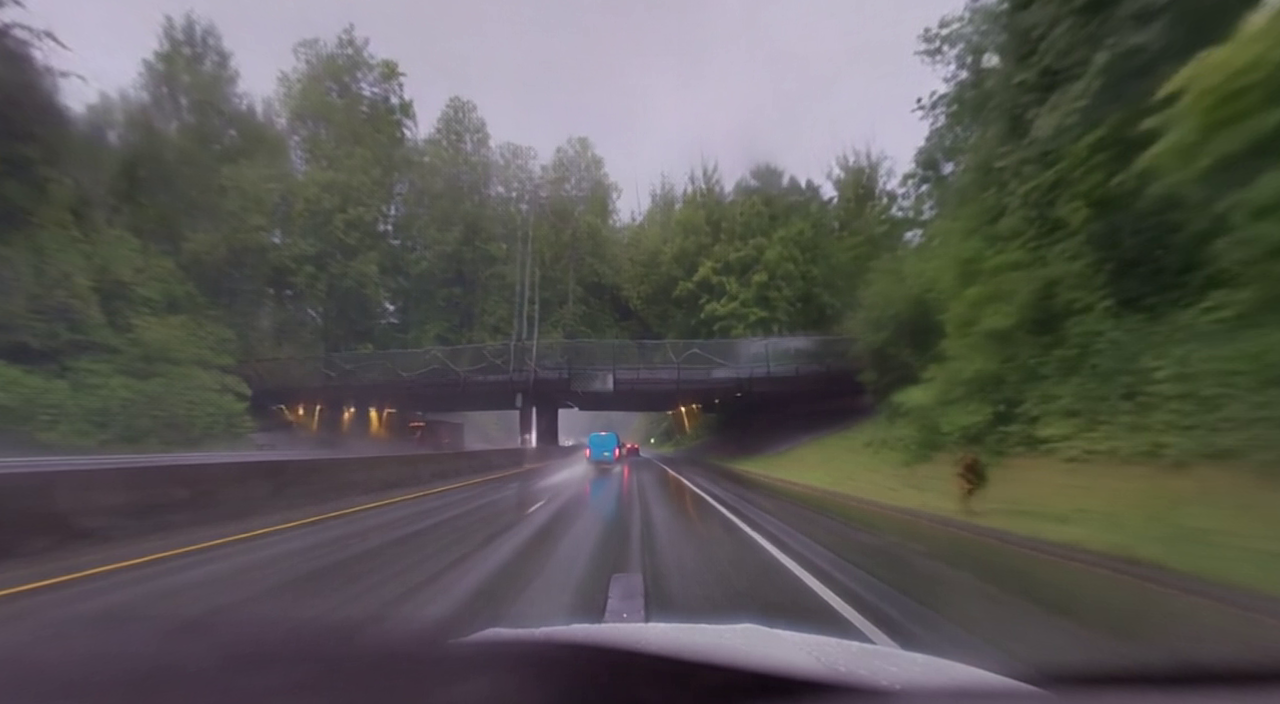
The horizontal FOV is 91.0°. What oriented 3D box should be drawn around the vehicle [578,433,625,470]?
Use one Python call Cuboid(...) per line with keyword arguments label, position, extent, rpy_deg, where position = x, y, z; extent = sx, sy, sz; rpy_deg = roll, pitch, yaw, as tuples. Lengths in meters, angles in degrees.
Cuboid(label="vehicle", position=(-2.018, 5.445, 34.701), extent=(2.372, 1.891, 5.061), rpy_deg=(0, -8, -1))
